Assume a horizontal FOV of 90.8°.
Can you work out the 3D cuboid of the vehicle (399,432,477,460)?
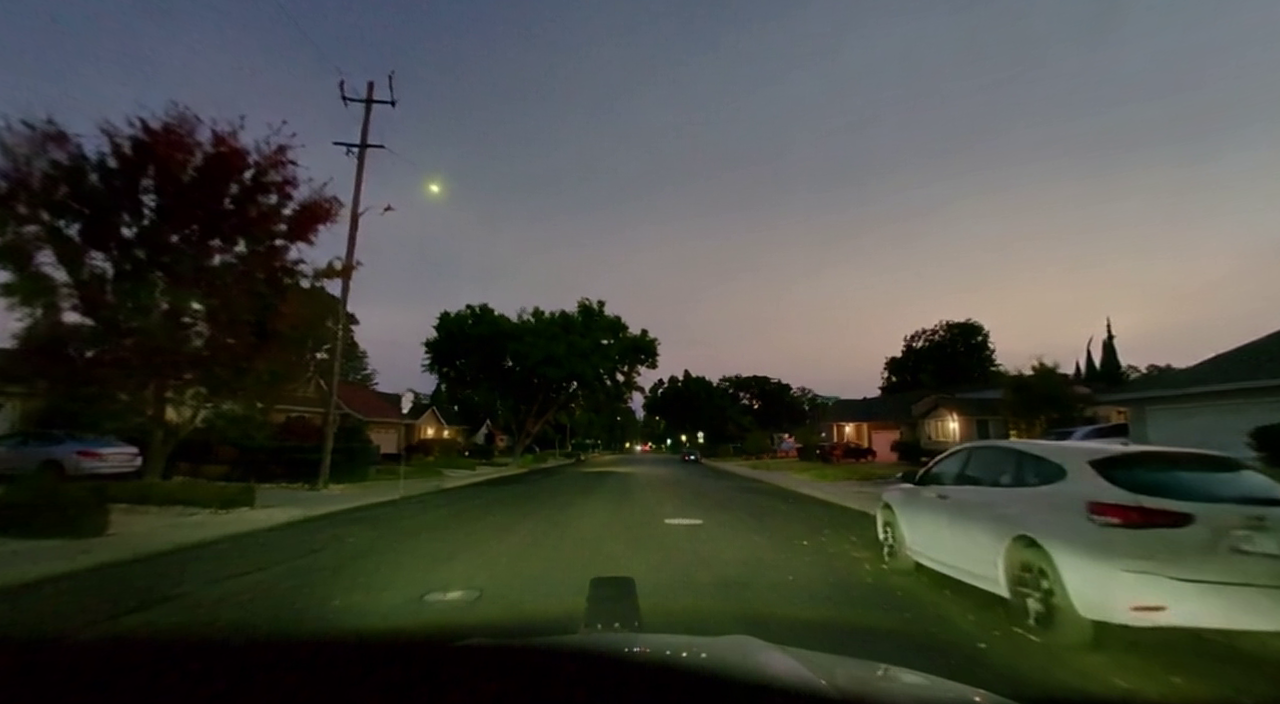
[{"bbox_3d":[-15.093,7.104,47.348,5.003,1.805,2.041,10,-14,-37],"label":"vehicle"}]

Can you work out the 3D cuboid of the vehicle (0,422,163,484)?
[{"bbox_3d":[-16.642,2.826,17.764,4.607,1.573,2.058,2,-9,-5],"label":"vehicle"}]

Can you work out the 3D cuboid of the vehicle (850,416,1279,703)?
[{"bbox_3d":[3.890,1.532,5.979,2.136,1.596,4.790,0,-9,0],"label":"vehicle"}]
